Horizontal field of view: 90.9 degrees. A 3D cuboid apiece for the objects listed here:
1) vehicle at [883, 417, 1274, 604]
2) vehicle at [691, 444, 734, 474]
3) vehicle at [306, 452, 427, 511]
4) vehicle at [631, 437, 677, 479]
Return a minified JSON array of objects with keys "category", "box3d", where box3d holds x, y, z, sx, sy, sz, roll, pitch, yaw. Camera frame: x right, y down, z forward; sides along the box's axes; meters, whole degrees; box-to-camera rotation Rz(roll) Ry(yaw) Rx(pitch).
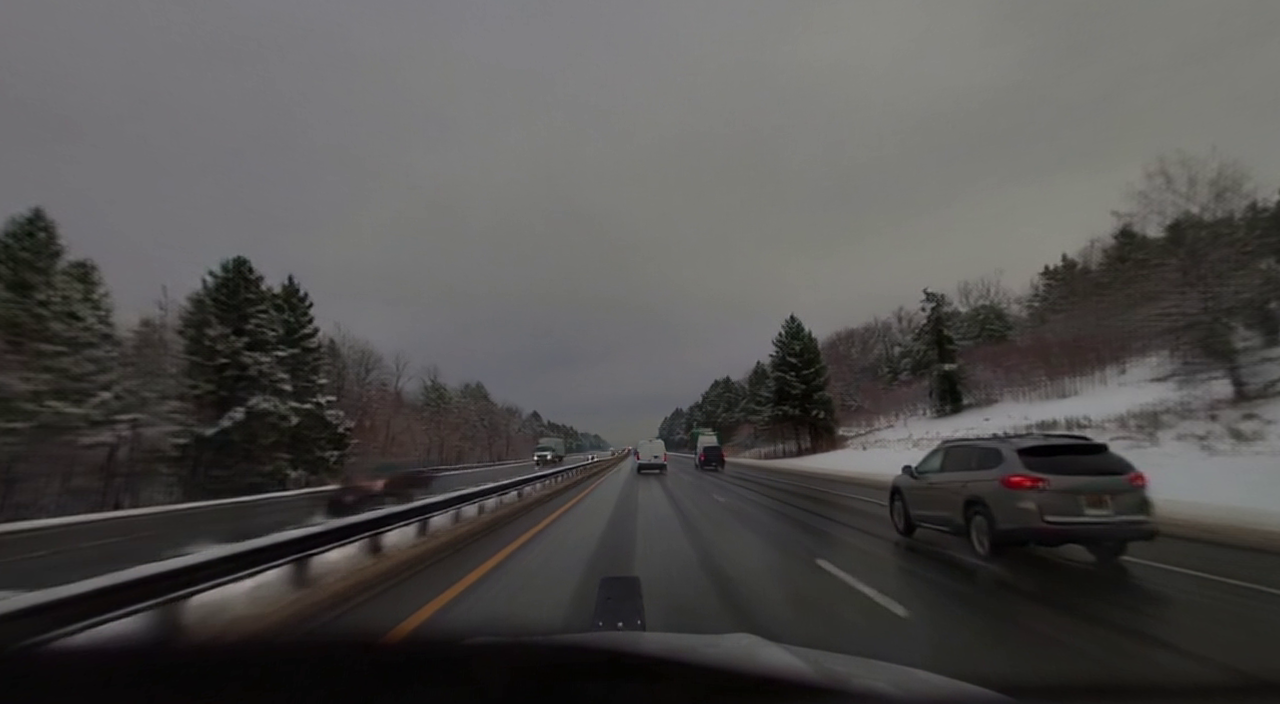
[{"category":"vehicle","box3d":[4.399,1.611,7.149,1.868,1.566,3.509,0,-9,0]},{"category":"vehicle","box3d":[4.272,6.338,37.652,1.961,1.689,3.971,0,-9,-1]},{"category":"vehicle","box3d":[-8.260,3.916,19.484,1.920,1.570,3.956,0,-9,0]},{"category":"vehicle","box3d":[0.664,5.285,31.627,2.143,1.925,4.101,0,-9,0]}]
